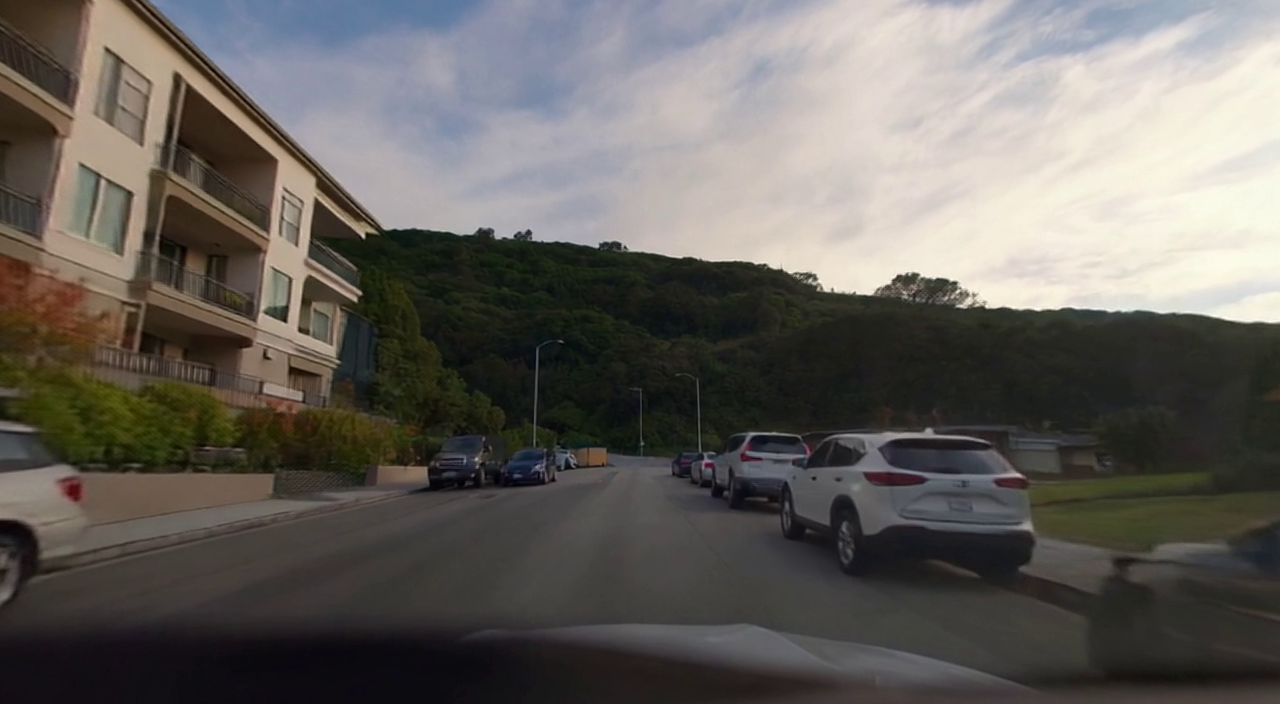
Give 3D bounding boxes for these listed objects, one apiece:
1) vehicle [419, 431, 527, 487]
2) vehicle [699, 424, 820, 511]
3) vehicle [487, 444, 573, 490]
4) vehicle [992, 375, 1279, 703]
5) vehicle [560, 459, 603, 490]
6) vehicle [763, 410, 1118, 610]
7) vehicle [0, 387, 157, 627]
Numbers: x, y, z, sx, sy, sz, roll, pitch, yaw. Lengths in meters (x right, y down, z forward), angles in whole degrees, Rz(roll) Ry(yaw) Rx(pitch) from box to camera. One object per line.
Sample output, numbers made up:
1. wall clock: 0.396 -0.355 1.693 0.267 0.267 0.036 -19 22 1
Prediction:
1. vehicle: -6.429 4.299 25.229 2.692 1.949 5.948 0 -10 0
2. vehicle: 2.753 2.801 15.786 2.072 1.830 4.744 0 -8 0
3. vehicle: -3.899 4.139 23.106 1.856 1.474 4.522 -1 -8 7
4. vehicle: 3.220 0.812 1.655 1.926 1.602 4.433 0 -8 -1
5. vehicle: -3.364 7.314 37.307 2.102 1.621 4.627 0 -13 0
6. vehicle: 2.988 1.643 7.528 1.948 1.669 4.242 1 -8 -3
7. vehicle: -6.160 1.005 3.523 2.374 1.843 5.638 0 -8 1
